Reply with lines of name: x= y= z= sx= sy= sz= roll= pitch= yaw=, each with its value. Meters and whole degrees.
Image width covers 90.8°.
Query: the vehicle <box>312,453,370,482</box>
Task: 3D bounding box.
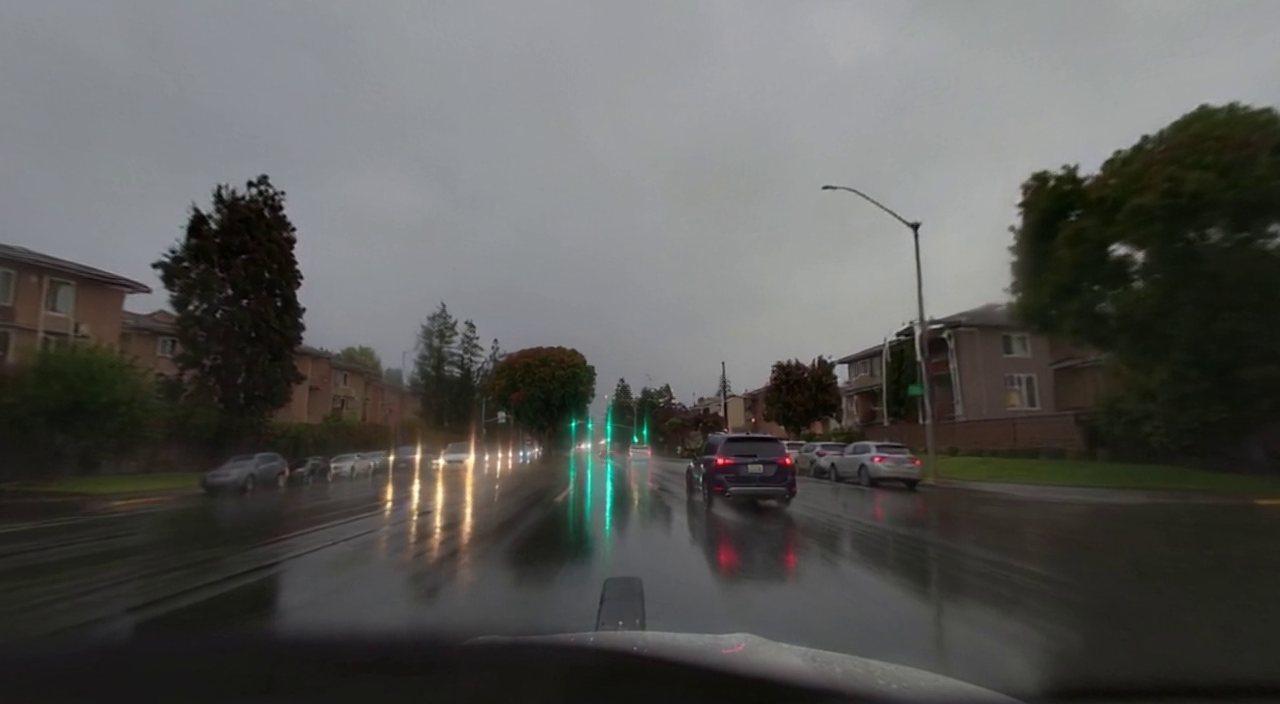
vehicle: x=-19.590 y=7.550 z=41.656 sx=1.871 sy=1.712 sz=4.710 roll=0 pitch=-8 yaw=-5

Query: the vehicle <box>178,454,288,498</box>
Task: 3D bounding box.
vehicle: x=-18.678 y=5.656 z=29.296 sx=2.145 sy=1.764 sz=4.653 roll=0 pitch=-8 yaw=-3

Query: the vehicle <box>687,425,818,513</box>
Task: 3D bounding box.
vehicle: x=2.458 y=2.706 z=15.100 sx=2.085 sy=1.763 sz=4.490 roll=0 pitch=-8 yaw=-3

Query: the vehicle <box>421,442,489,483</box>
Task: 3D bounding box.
vehicle: x=-9.084 y=5.435 z=31.496 sx=2.233 sy=1.850 sz=4.801 roll=0 pitch=-8 yaw=-4

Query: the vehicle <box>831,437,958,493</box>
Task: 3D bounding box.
vehicle: x=8.927 y=3.987 z=22.762 sx=2.186 sy=1.750 sz=4.805 roll=1 pitch=-9 yaw=-5

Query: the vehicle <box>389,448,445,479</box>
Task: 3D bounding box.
vehicle: x=-13.397 y=6.679 z=38.219 sx=2.008 sy=1.759 sz=4.485 roll=0 pitch=-9 yaw=-3
